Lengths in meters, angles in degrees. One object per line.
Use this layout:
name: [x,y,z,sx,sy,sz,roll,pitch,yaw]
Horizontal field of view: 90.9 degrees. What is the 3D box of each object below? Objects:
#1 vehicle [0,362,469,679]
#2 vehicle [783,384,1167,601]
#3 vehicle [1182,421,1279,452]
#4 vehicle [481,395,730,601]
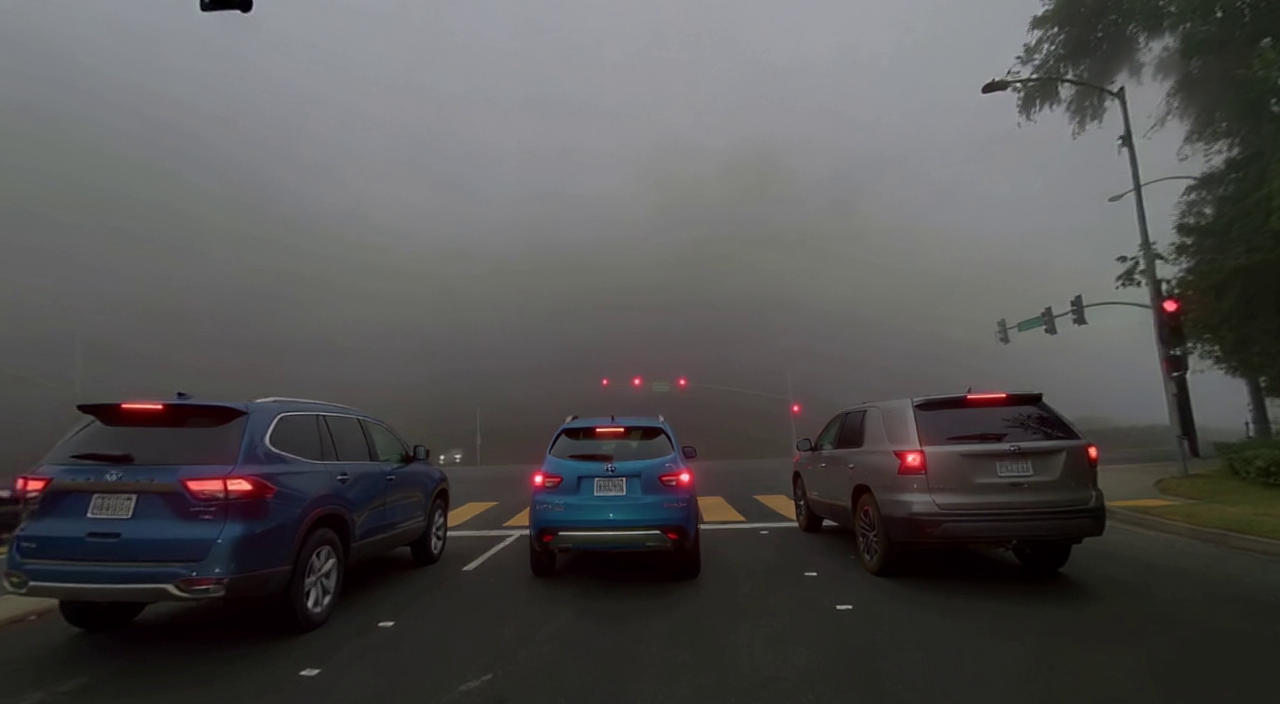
vehicle: [-3.275,1.279,5.892,2.047,1.810,4.414,0,-8,1]
vehicle: [3.272,1.486,7.518,2.083,1.779,4.532,0,-8,0]
vehicle: [32.809,4.657,34.757,4.175,1.634,1.877,1,-8,-5]
vehicle: [-0.232,1.510,7.317,2.067,1.702,3.987,0,-8,2]
